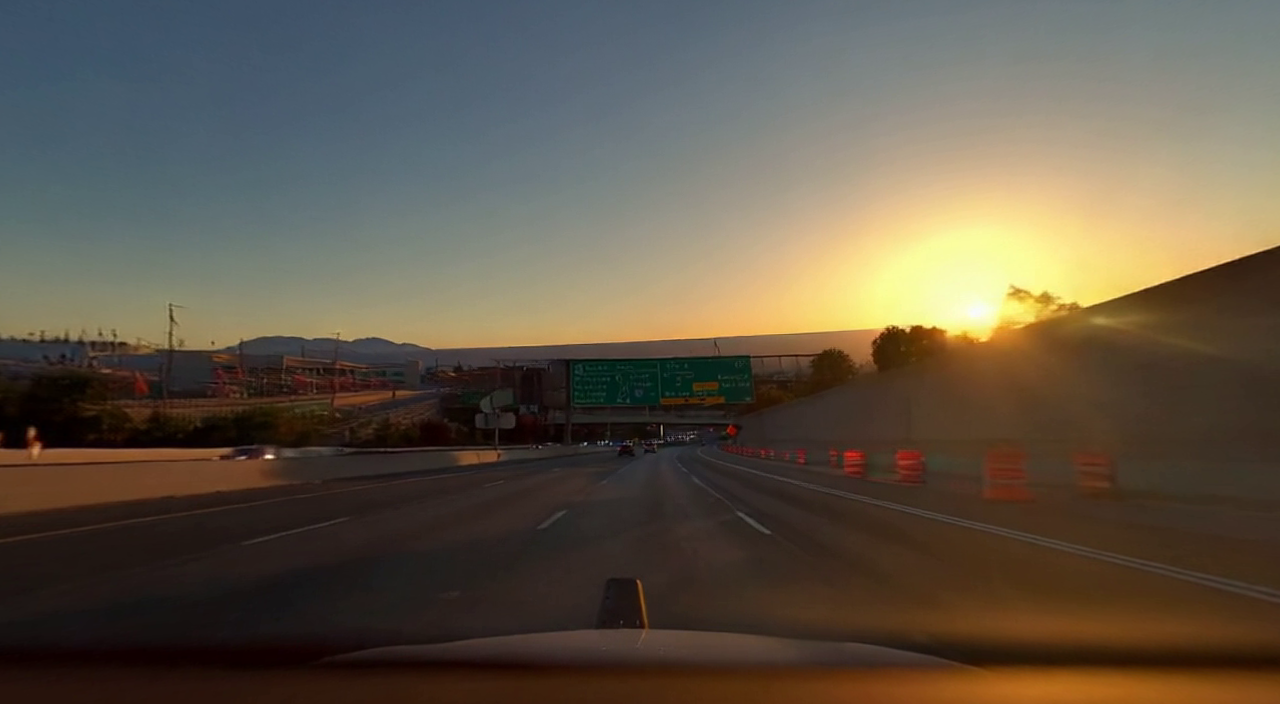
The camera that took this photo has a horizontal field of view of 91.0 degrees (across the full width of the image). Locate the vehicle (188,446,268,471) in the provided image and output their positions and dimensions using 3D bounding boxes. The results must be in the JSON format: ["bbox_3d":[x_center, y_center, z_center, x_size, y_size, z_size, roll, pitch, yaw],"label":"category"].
[{"bbox_3d":[-25.742,6.665,39.579,1.879,1.508,4.482,0,-9,2],"label":"vehicle"}]
